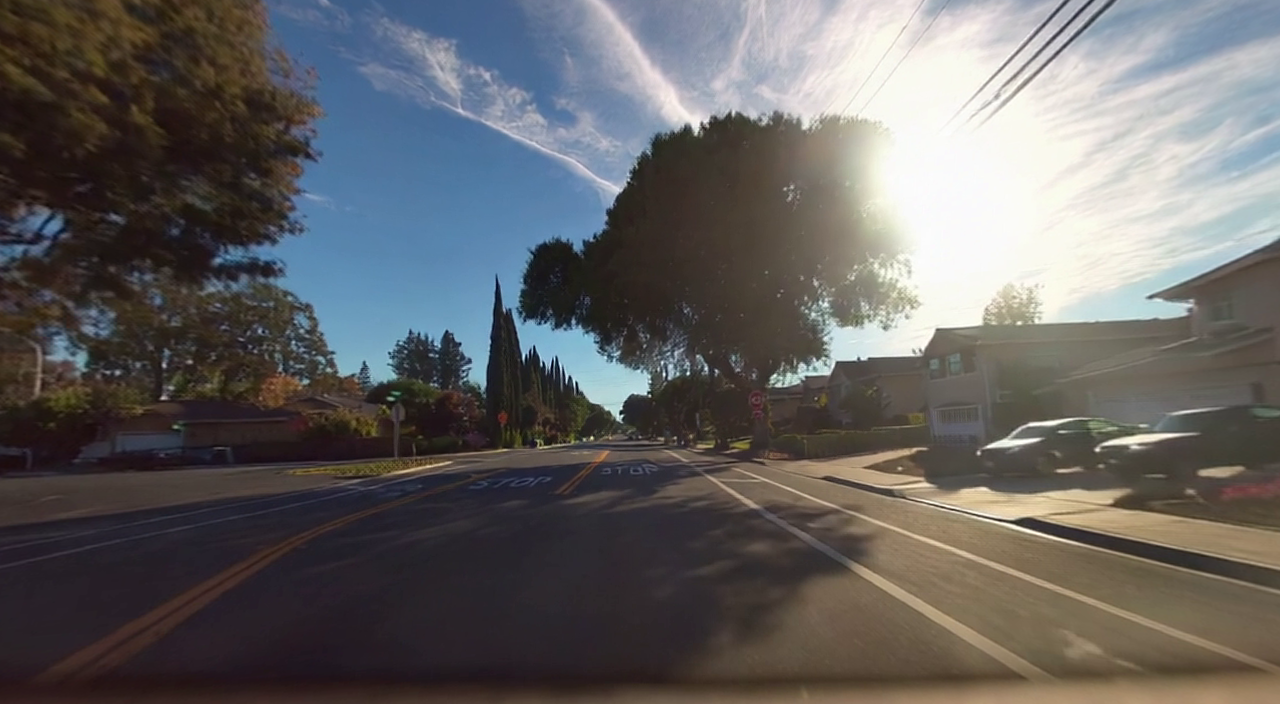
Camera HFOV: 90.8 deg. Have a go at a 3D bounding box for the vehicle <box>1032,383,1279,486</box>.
[{"bbox_3d":[10.700,1.622,12.334,4.544,1.807,2.204,-1,-8,3],"label":"vehicle"}]
